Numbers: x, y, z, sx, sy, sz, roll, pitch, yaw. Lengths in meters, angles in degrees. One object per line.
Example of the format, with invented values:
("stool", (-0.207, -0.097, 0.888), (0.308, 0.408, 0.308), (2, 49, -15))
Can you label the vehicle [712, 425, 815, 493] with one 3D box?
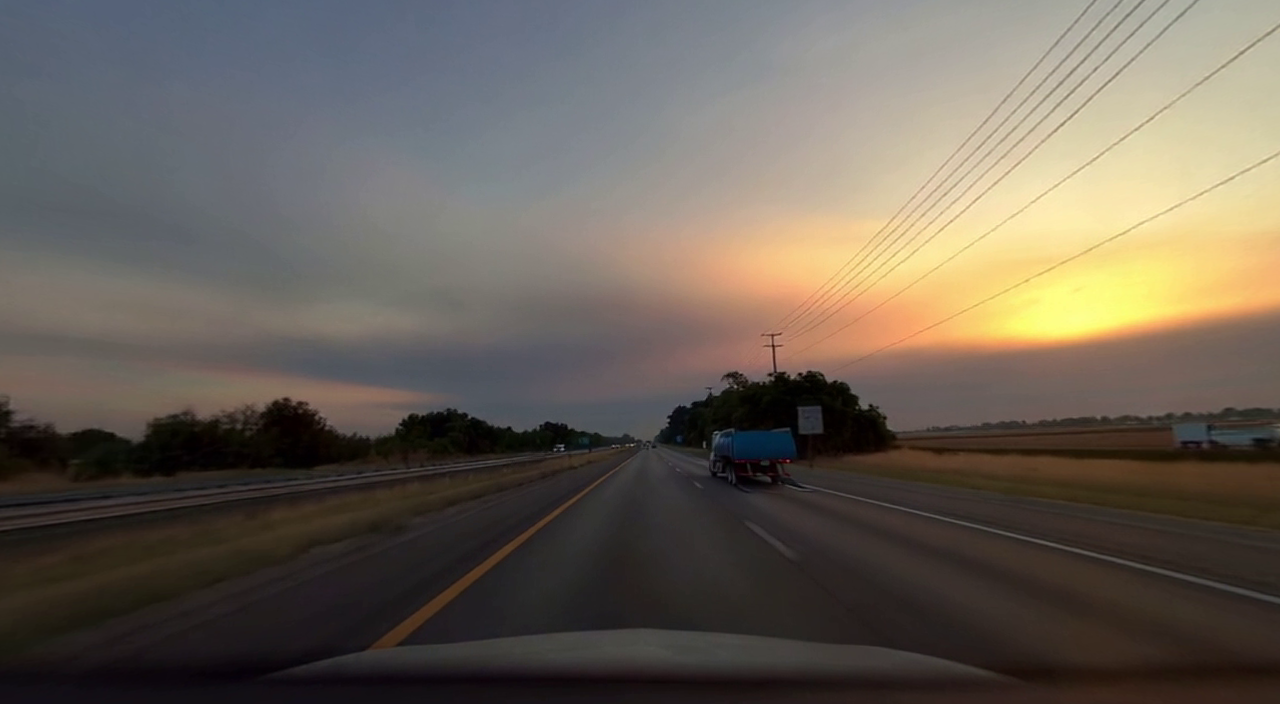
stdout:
("vehicle", (3.762, 3.393, 20.289), (2.228, 1.852, 5.449), (0, -8, 0))
